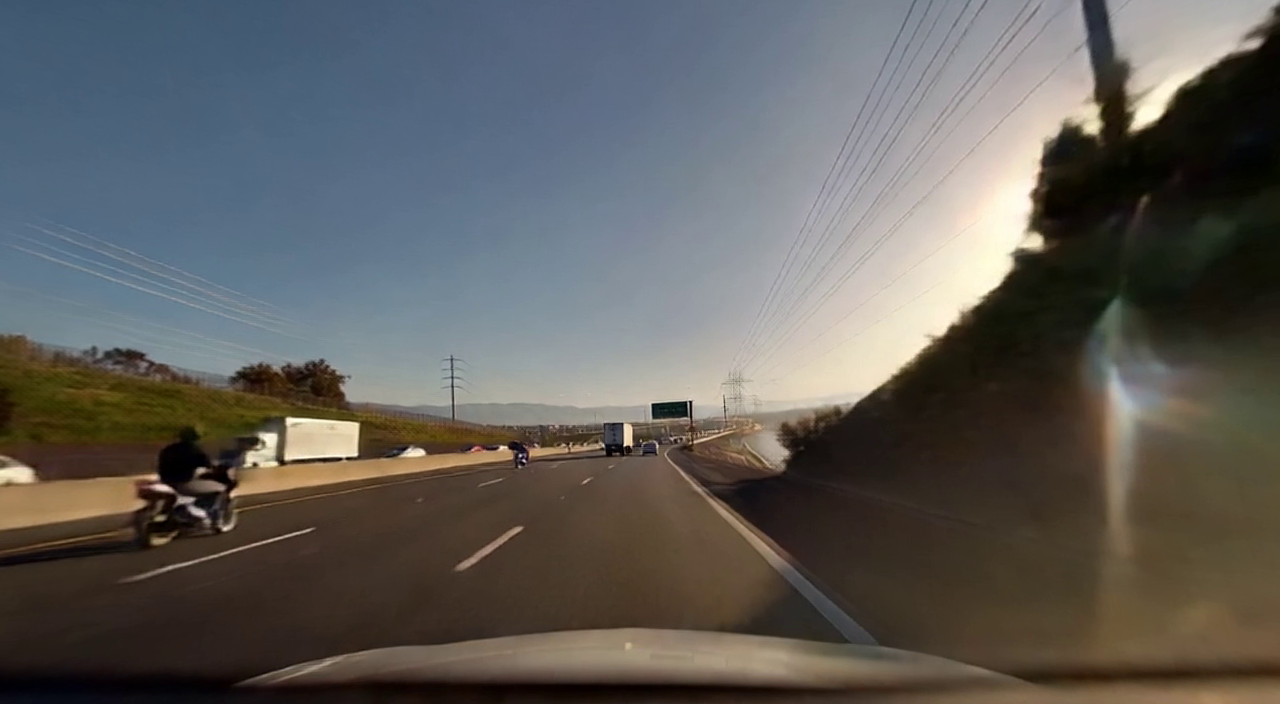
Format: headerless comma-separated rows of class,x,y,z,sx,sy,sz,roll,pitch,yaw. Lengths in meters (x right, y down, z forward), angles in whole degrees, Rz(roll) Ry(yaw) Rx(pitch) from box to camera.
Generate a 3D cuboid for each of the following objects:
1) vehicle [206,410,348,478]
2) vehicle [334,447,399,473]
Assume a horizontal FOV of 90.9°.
vehicle,-24.356,6.325,43.460,2.961,4.007,11.214,0,-8,1
vehicle,-16.705,6.620,38.754,1.897,1.459,4.402,0,-8,1
